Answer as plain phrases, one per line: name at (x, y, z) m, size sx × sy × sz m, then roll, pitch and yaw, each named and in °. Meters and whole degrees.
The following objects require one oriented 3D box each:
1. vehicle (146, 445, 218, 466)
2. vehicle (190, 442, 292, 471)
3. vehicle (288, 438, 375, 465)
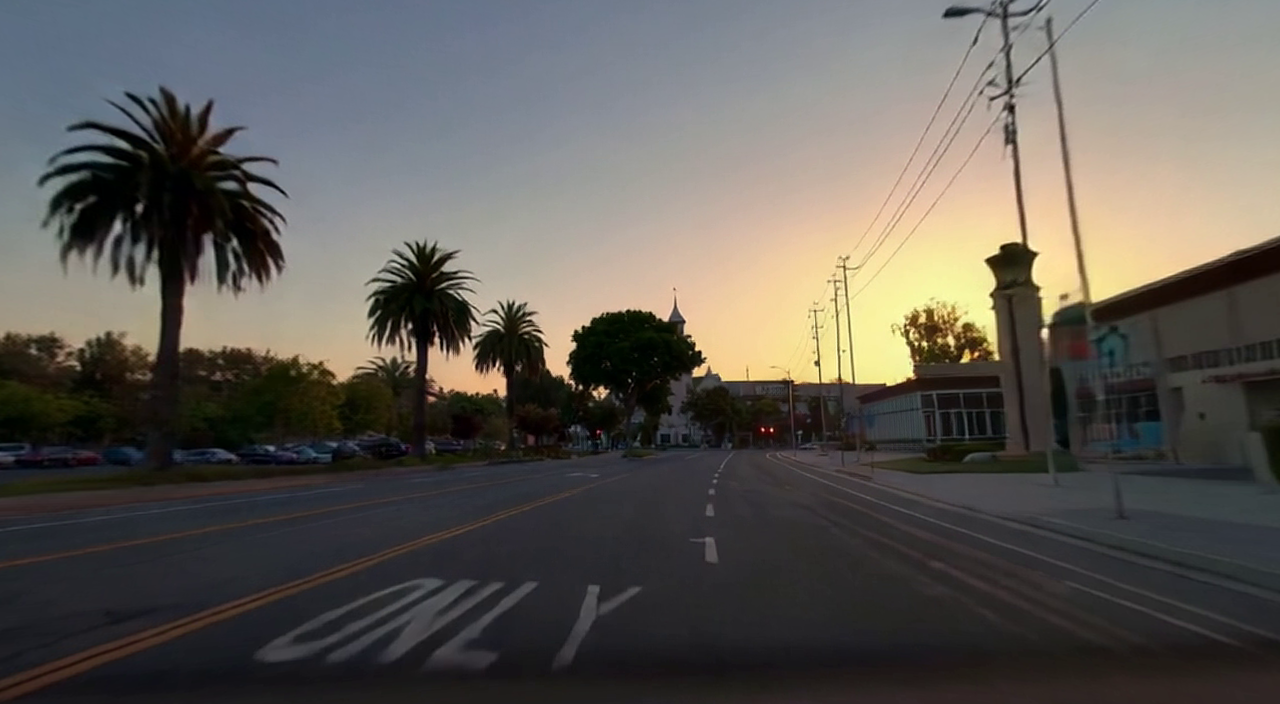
vehicle at (-35.579, 8.030, 48.791) m, size 4.188 × 1.615 × 1.866 m, roll 0°, pitch -9°, yaw 3°
vehicle at (-22.403, 5.882, 35.349) m, size 4.440 × 1.541 × 1.851 m, roll 0°, pitch -9°, yaw 2°
vehicle at (-21.267, 6.869, 43.389) m, size 5.084 × 1.664 × 2.006 m, roll -2°, pitch -7°, yaw 5°
